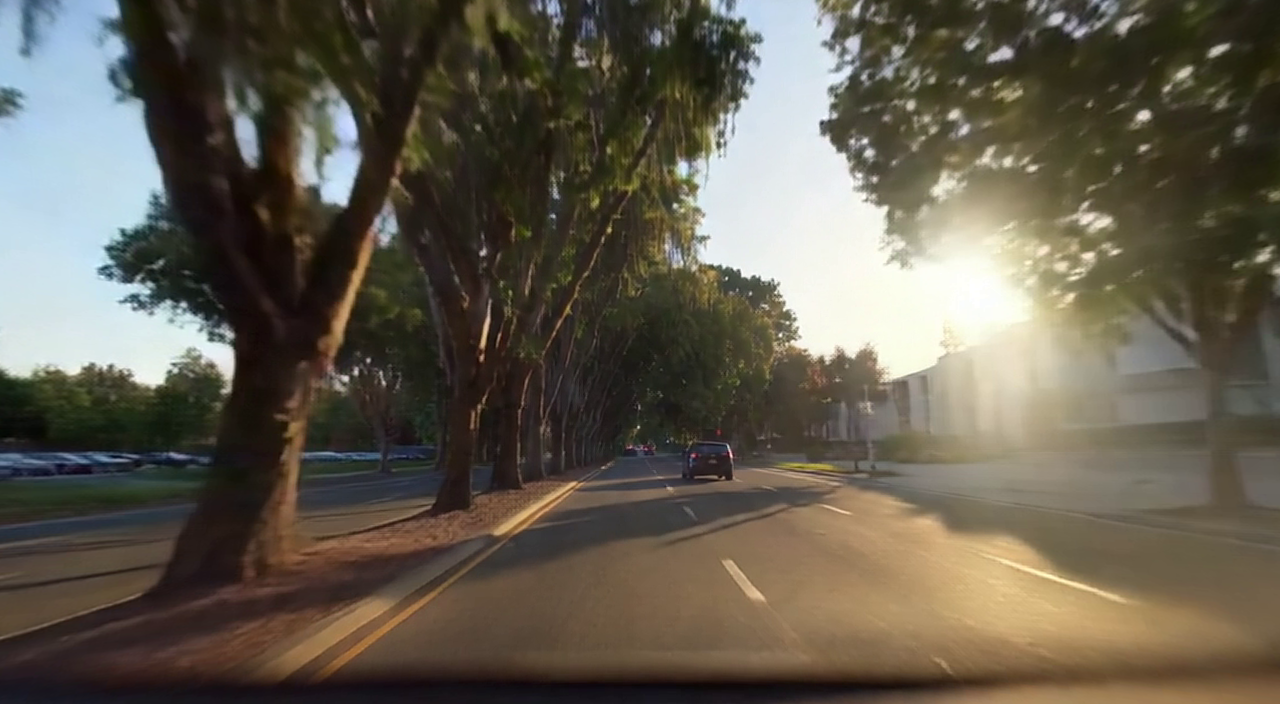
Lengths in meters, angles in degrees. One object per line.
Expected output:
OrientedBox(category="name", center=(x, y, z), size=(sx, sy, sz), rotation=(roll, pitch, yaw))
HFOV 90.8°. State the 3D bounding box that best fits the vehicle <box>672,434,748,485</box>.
OrientedBox(category="vehicle", center=(2.533, 4.065, 24.275), size=(2.240, 1.740, 4.605), rotation=(0, -8, -2))
